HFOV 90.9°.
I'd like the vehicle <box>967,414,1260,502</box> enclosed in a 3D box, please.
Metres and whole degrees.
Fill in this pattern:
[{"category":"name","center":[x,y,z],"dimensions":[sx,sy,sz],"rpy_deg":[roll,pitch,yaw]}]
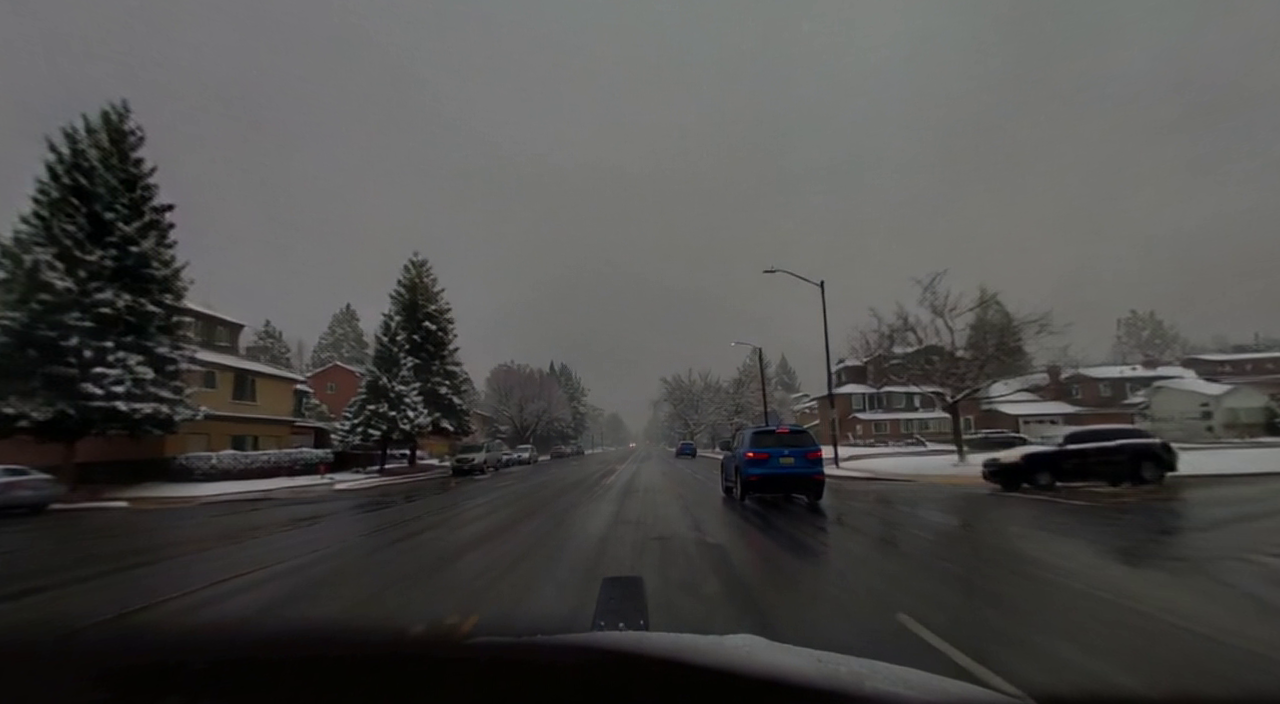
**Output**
[{"category":"vehicle","center":[11.514,2.588,15.636],"dimensions":[5.539,1.729,2.145],"rpy_deg":[-3,-8,-3]}]

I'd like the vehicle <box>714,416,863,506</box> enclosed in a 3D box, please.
[{"category":"vehicle","center":[3.519,2.760,16.450],"dimensions":[2.497,1.889,5.833],"rpy_deg":[-1,-8,0]}]

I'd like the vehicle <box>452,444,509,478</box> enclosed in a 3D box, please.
[{"category":"vehicle","center":[-10.291,7.040,41.118],"dimensions":[2.261,1.851,5.724],"rpy_deg":[-5,-8,-1]}]

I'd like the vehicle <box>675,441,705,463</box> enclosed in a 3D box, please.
[{"category":"vehicle","center":[3.545,7.192,45.386],"dimensions":[1.956,1.492,4.425],"rpy_deg":[-1,-8,2]}]
